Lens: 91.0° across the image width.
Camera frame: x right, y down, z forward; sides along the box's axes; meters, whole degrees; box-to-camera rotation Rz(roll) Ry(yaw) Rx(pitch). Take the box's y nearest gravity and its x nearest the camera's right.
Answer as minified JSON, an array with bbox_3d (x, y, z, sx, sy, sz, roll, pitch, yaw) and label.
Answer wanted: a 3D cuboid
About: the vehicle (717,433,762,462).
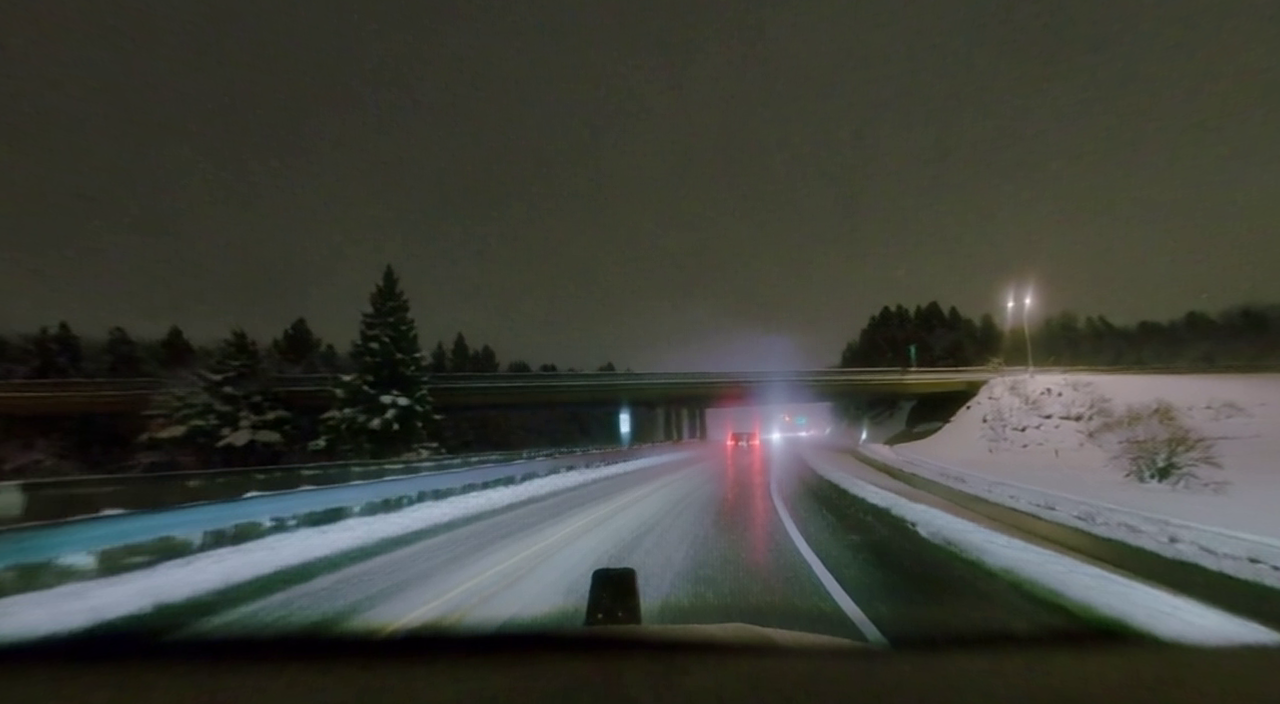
[{"bbox_3d":[5.332,5.045,33.309,2.028,1.440,3.970,-2,-9,13],"label":"vehicle"}]
